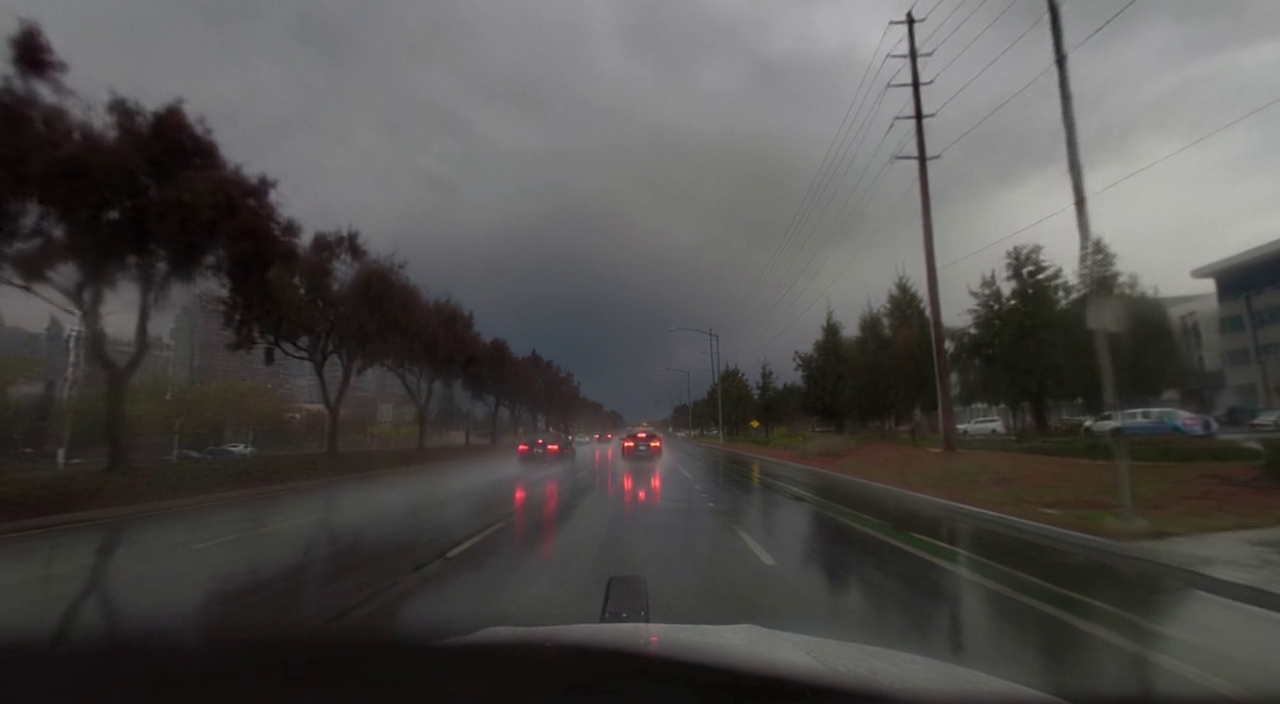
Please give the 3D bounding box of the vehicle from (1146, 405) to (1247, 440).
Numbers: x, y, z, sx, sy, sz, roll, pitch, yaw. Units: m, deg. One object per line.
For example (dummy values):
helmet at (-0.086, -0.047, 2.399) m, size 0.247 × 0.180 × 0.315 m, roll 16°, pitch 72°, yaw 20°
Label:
vehicle at (24.473, 3.175, 27.901) m, size 1.741 × 1.416 × 3.831 m, roll -2°, pitch -8°, yaw 15°

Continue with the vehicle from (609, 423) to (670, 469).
vehicle at (-0.014, 3.730, 25.049) m, size 2.199 × 1.652 × 4.101 m, roll 0°, pitch -8°, yaw 0°

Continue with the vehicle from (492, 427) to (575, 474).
vehicle at (-3.627, 3.476, 22.479) m, size 1.942 × 1.462 × 4.905 m, roll -1°, pitch -8°, yaw 2°

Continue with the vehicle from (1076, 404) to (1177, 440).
vehicle at (21.991, 3.262, 28.754) m, size 1.833 × 1.471 × 4.656 m, roll -2°, pitch -8°, yaw 14°
